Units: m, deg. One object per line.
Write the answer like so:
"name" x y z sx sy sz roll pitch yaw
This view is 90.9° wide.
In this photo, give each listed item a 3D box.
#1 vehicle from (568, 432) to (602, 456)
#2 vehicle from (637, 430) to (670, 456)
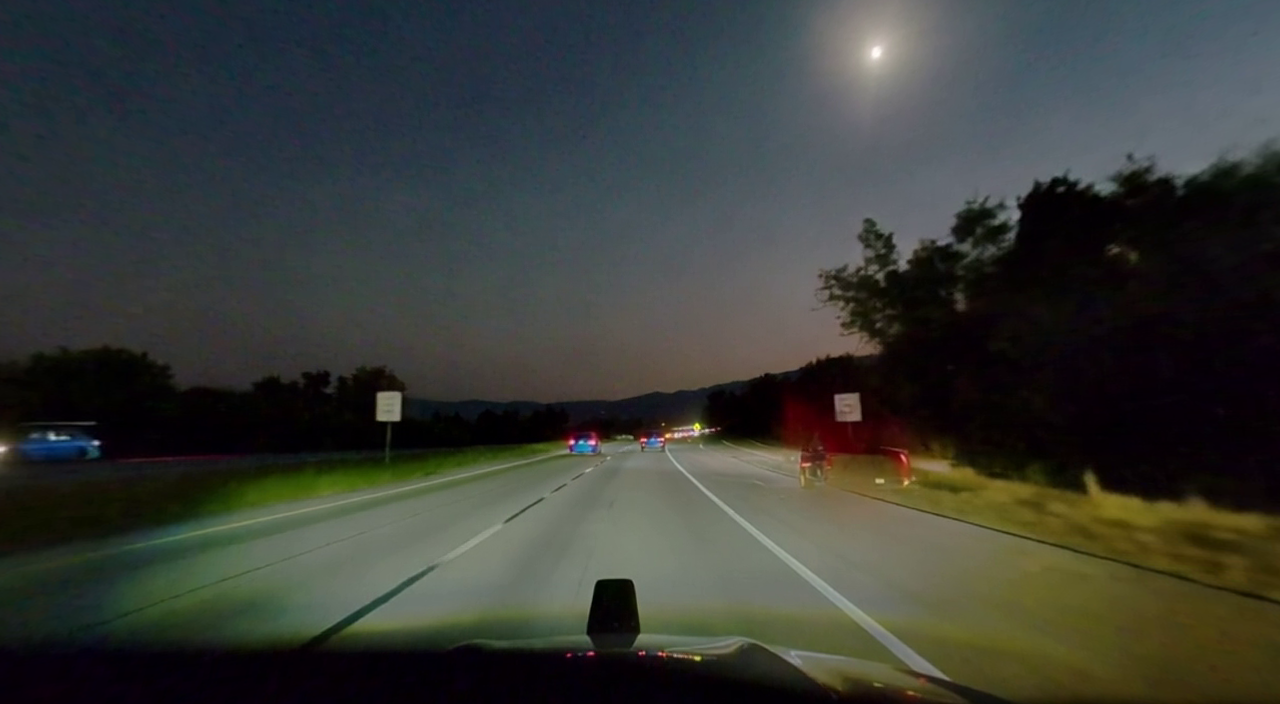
"vehicle" -3.671 6.181 42.456 1.950 1.518 3.941 0 -8 0
"vehicle" 0.840 5.842 40.635 2.041 1.618 3.898 0 -8 0
